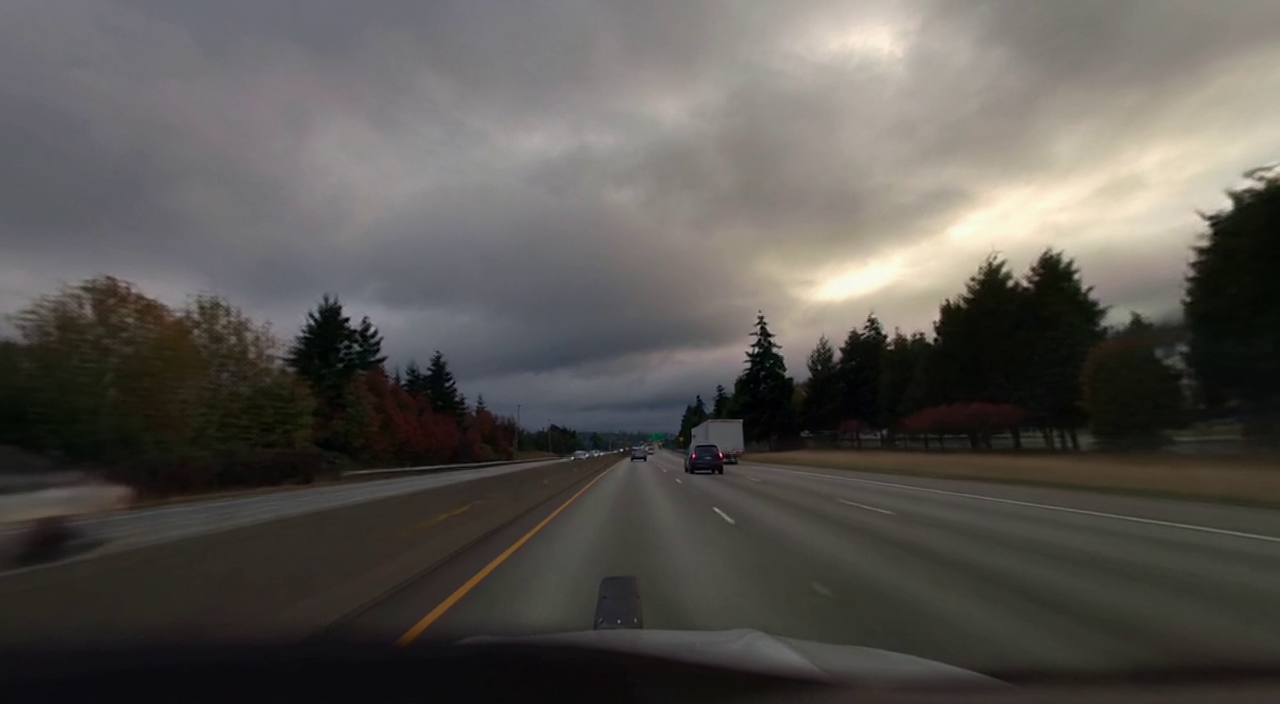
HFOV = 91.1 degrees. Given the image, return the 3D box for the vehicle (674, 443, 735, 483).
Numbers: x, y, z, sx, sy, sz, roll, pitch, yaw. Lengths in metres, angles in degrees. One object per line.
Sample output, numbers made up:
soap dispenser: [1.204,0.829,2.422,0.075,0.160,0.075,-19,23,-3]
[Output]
vehicle: [2.787,4.915,28.176,2.123,1.620,4.959,0,-9,-1]
